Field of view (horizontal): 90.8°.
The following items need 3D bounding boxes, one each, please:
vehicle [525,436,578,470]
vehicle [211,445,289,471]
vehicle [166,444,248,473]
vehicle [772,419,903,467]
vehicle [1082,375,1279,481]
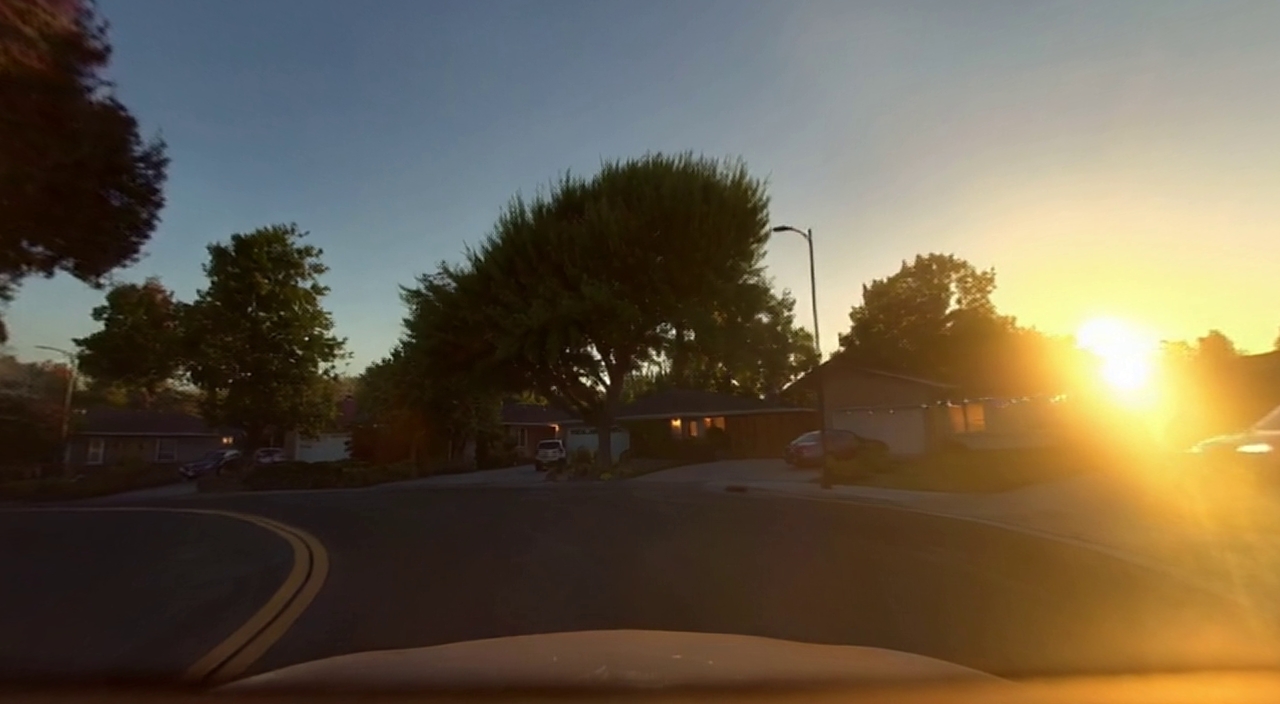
[{"bbox_3d":[-4.414,5.084,32.130,1.819,1.442,4.329,-1,-6,3],"label":"vehicle"},{"bbox_3d":[-23.344,6.325,38.022,1.933,1.477,4.361,0,-8,0],"label":"vehicle"},{"bbox_3d":[-25.988,6.361,38.067,2.042,1.633,4.132,0,-8,-1],"label":"vehicle"},{"bbox_3d":[7.840,3.553,25.013,4.799,1.451,2.144,-1,-7,-30],"label":"vehicle"},{"bbox_3d":[12.302,1.509,13.257,4.291,1.648,2.128,-7,-6,1],"label":"vehicle"}]
